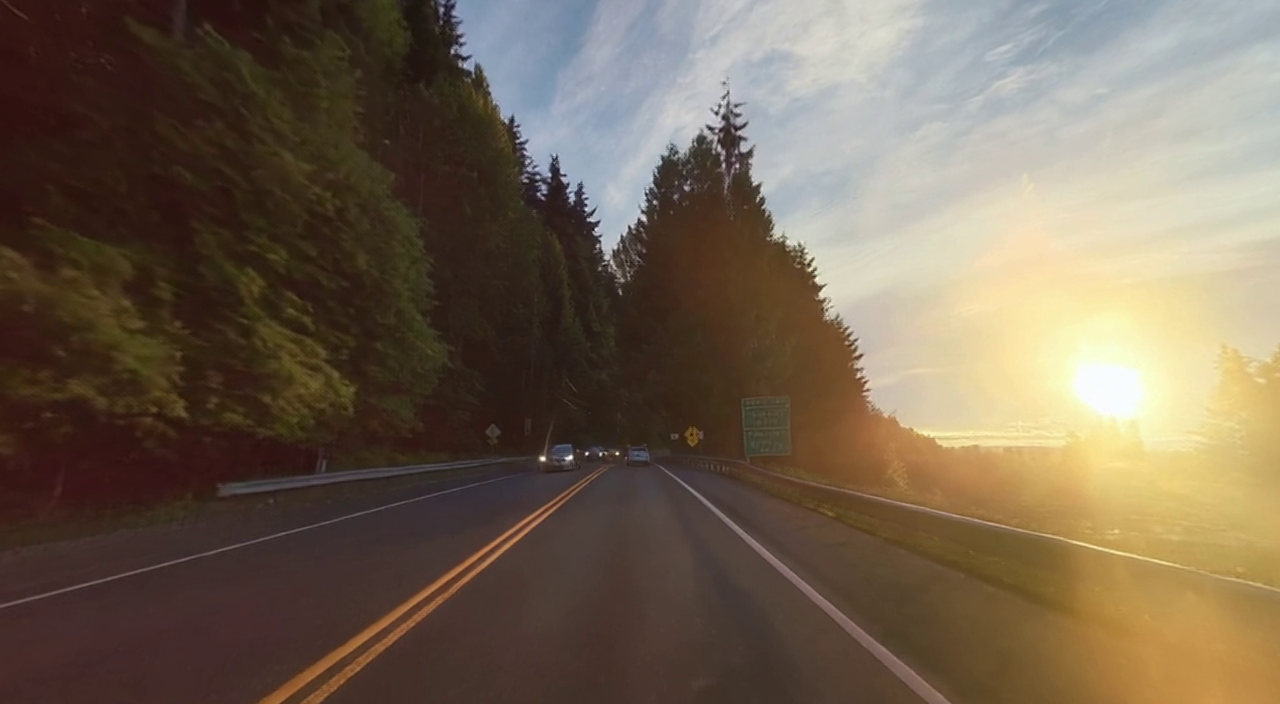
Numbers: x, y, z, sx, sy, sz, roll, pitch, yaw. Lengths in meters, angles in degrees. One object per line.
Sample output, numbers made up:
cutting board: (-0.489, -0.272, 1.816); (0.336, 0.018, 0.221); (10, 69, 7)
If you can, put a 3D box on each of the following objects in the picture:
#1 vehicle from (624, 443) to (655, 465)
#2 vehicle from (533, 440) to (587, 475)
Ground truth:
vehicle: (-0.055, 7.271, 45.265); (2.067, 1.486, 3.861); (0, -8, 0)
vehicle: (-3.827, 5.098, 30.762); (1.987, 1.526, 4.205); (0, -8, 1)
